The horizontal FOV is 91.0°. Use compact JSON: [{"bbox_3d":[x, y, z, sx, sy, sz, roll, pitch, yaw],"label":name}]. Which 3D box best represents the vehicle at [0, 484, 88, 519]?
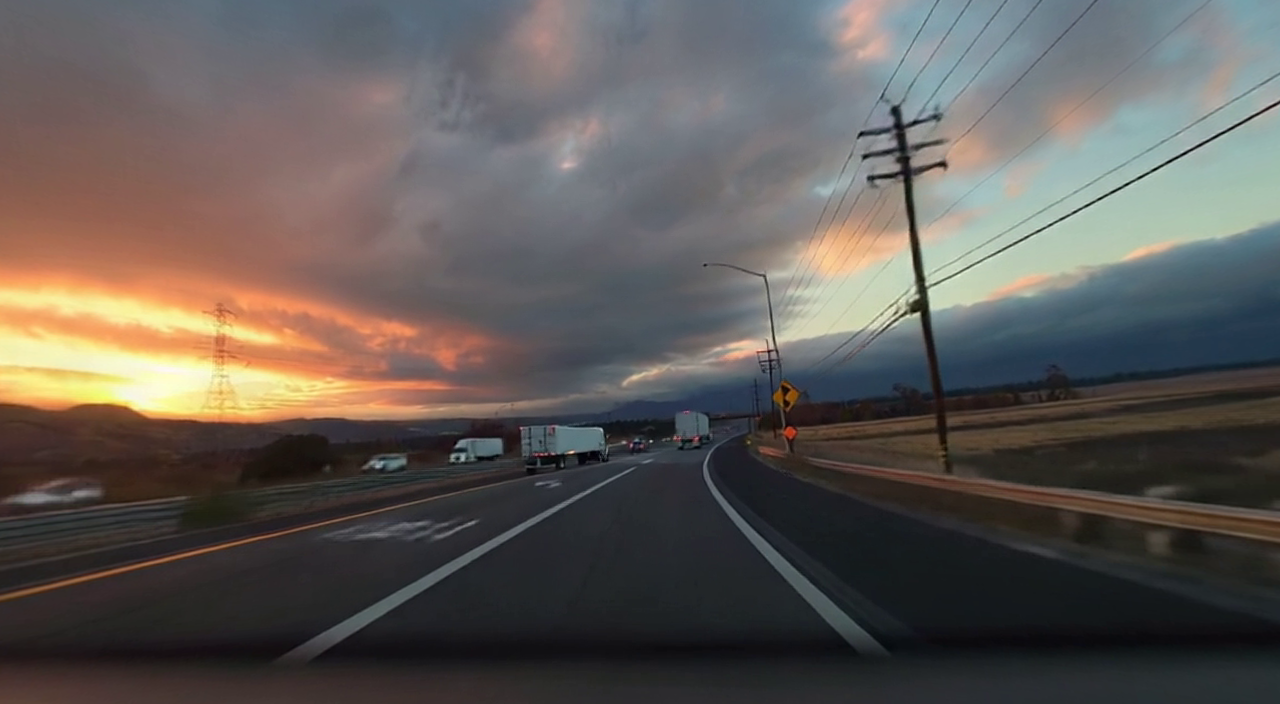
[{"bbox_3d":[-33.042,8.071,34.193,1.811,1.516,4.140,-2,-9,13],"label":"vehicle"}]
